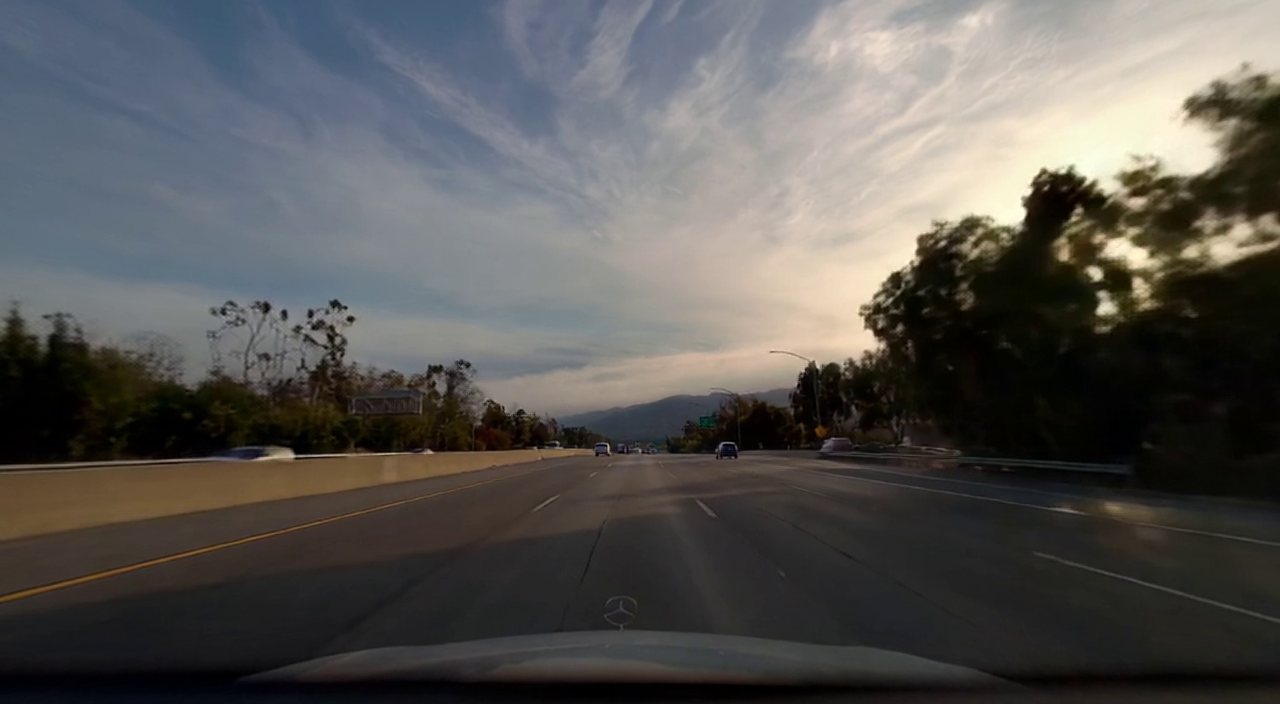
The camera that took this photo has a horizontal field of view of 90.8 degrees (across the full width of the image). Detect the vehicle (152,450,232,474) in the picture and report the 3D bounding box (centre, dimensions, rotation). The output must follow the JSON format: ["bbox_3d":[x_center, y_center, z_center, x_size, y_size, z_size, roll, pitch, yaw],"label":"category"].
[{"bbox_3d":[-28.838,7.079,40.844,1.863,1.423,4.413,0,-9,1],"label":"vehicle"}]

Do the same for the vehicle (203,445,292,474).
[{"bbox_3d":[-21.643,5.933,35.102,1.878,1.506,4.695,0,-9,1],"label":"vehicle"}]

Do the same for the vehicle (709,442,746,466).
[{"bbox_3d":[6.401,7.511,46.669,2.081,1.705,3.926,0,-9,-1],"label":"vehicle"}]
